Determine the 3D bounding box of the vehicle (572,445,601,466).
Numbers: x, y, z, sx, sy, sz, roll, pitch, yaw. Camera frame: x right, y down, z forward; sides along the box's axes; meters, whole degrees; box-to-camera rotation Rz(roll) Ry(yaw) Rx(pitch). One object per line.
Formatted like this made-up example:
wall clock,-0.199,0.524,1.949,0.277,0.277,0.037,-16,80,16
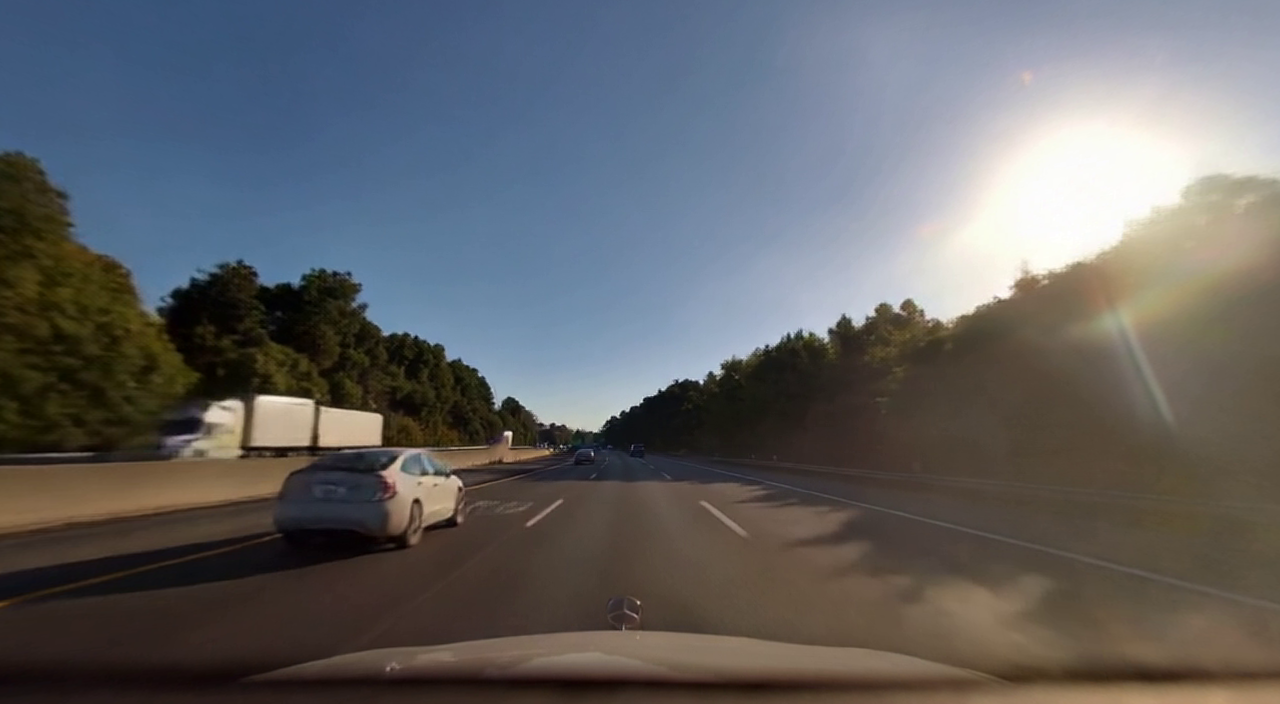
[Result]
vehicle,-4.168,8.133,49.575,2.022,1.513,4.613,0,-9,-1

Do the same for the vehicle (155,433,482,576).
vehicle,-3.957,1.959,8.963,2.169,1.473,4.631,0,-9,0

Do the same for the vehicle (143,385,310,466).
vehicle,-21.239,4.011,33.223,3.124,3.721,8.270,0,-9,0
